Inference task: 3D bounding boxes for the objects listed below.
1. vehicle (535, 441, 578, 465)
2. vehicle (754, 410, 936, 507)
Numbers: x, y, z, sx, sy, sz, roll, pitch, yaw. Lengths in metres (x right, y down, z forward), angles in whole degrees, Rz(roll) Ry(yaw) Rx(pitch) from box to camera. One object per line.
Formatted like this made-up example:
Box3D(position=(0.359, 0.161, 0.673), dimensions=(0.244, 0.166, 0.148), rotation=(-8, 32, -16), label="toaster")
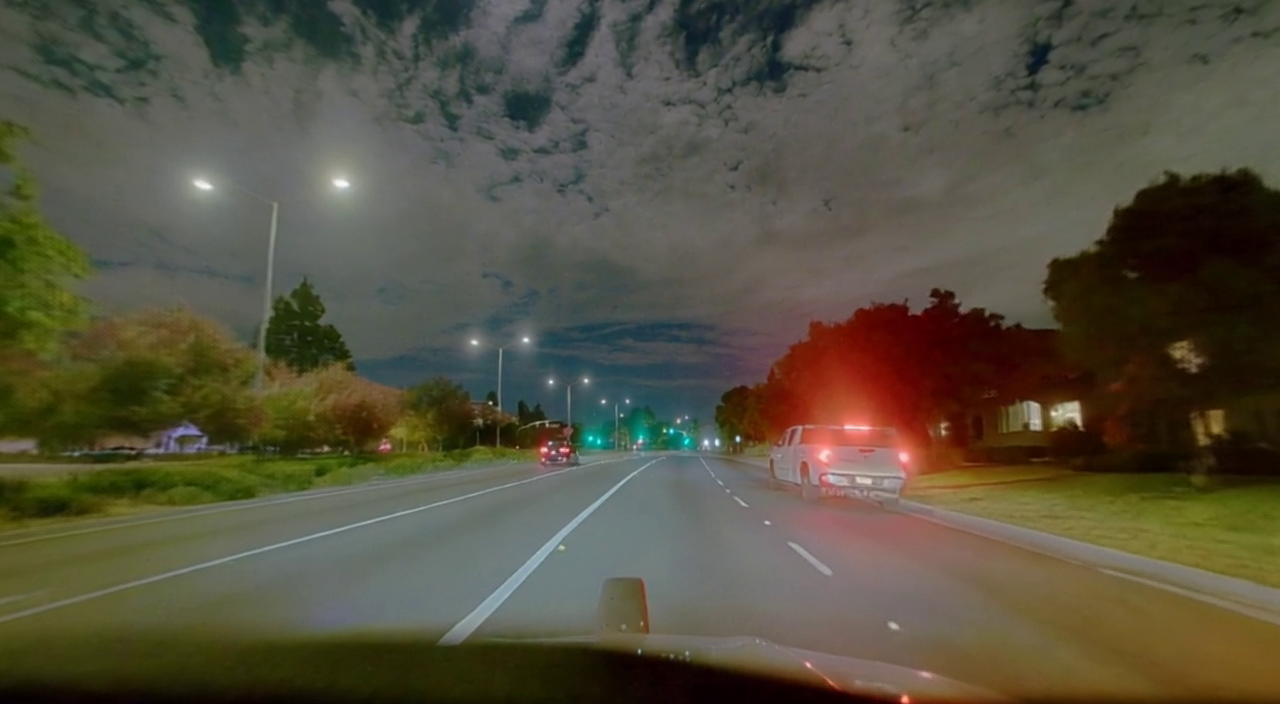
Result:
Box3D(position=(-5.307, 6.483, 40.689), dimensions=(2.060, 1.473, 4.645), rotation=(0, -8, 2), label="vehicle")
Box3D(position=(4.888, 2.711, 16.583), dimensions=(2.695, 2.013, 6.661), rotation=(0, -8, 1), label="vehicle")
